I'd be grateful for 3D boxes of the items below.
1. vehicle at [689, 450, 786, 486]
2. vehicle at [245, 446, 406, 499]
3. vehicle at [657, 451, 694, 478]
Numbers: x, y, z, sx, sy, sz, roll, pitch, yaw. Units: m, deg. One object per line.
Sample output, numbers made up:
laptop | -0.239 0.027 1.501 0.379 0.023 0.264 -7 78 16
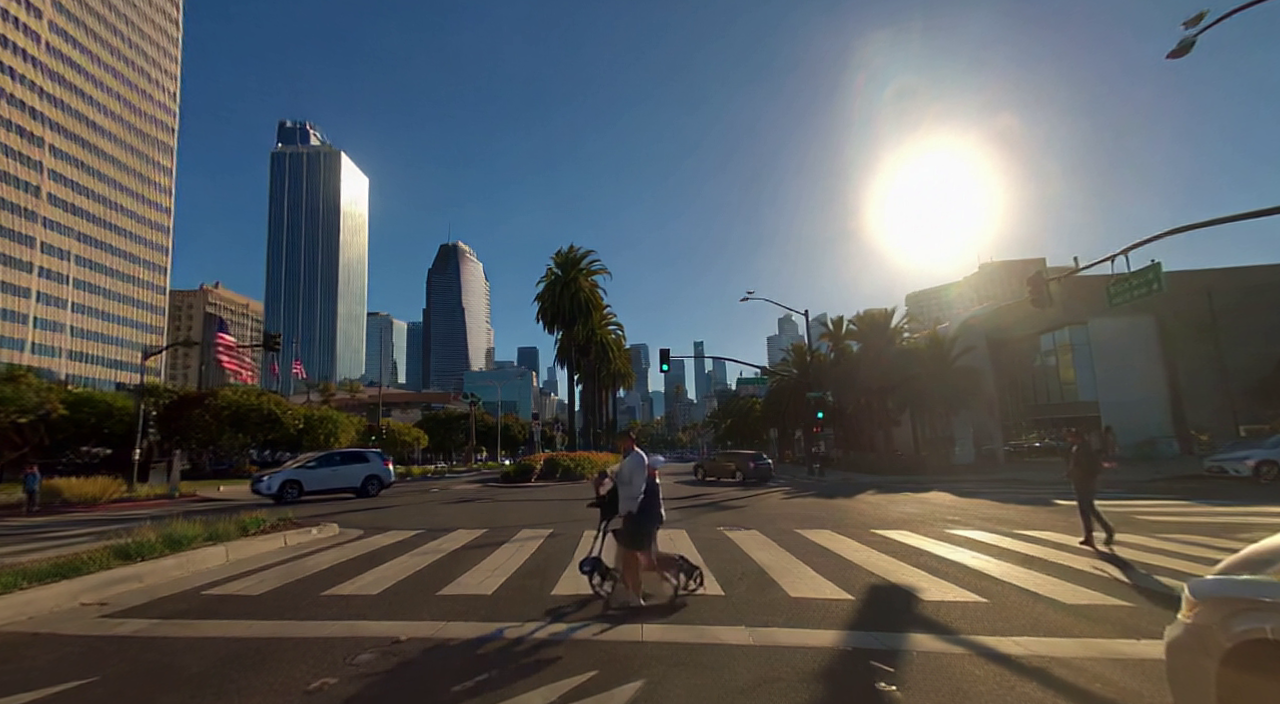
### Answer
vehicle | 4.468 5.364 29.539 2.000 1.525 4.273 6 -10 -36
vehicle | -10.319 3.959 21.146 4.499 1.594 1.898 3 -9 -18
vehicle | 2.572 8.290 46.891 2.325 1.810 4.827 0 -8 -1
